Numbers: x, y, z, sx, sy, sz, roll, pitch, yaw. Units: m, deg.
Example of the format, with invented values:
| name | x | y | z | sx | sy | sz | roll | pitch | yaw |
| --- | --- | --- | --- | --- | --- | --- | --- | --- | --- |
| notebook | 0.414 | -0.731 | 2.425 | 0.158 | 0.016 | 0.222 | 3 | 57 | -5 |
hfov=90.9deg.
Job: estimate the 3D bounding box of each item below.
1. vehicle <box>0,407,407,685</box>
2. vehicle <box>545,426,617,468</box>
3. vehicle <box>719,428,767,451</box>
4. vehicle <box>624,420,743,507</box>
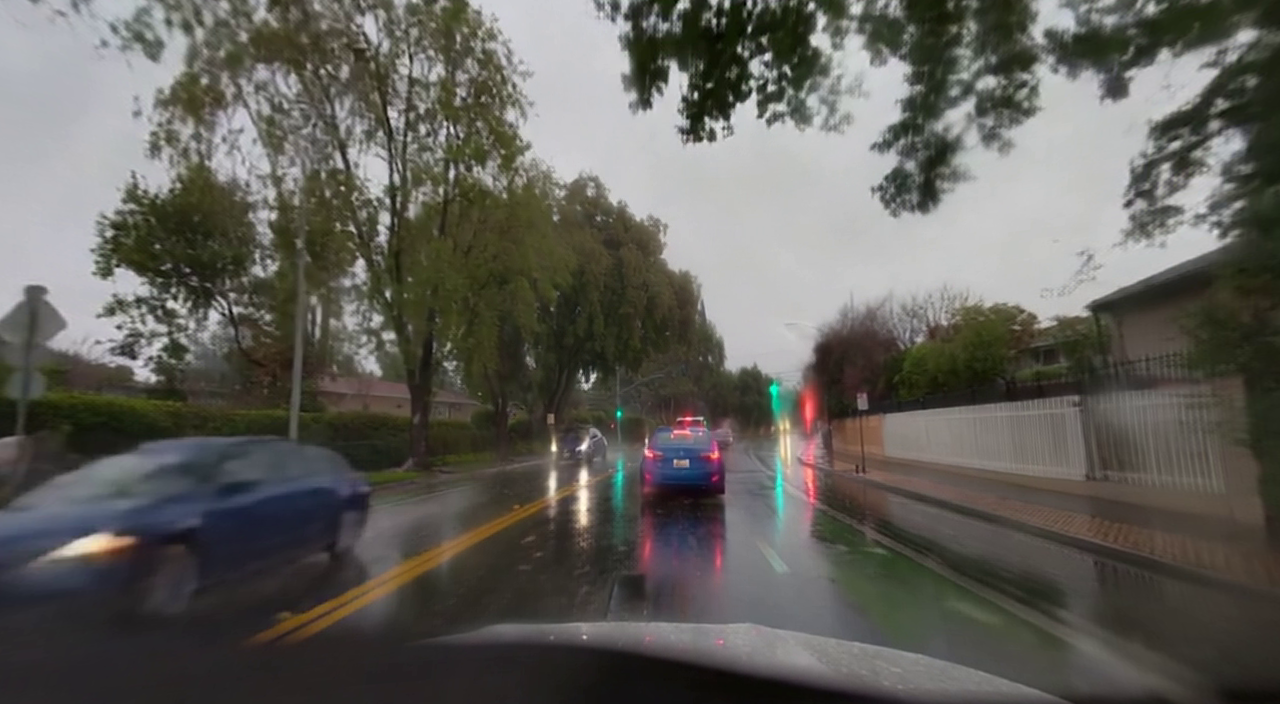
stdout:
| name | x | y | z | sx | sy | sz | roll | pitch | yaw |
| --- | --- | --- | --- | --- | --- | --- | --- | --- | --- |
| vehicle | -4.049 | 1.363 | 5.743 | 1.961 | 1.498 | 4.401 | 0 | -8 | 3 |
| vehicle | -2.482 | 4.188 | 27.958 | 2.082 | 1.682 | 4.623 | -1 | -8 | 9 |
| vehicle | 7.797 | 6.597 | 47.509 | 1.988 | 1.601 | 4.353 | -5 | -9 | 33 |
| vehicle | 0.852 | 2.222 | 13.049 | 2.070 | 1.516 | 3.936 | 0 | -8 | 3 |
